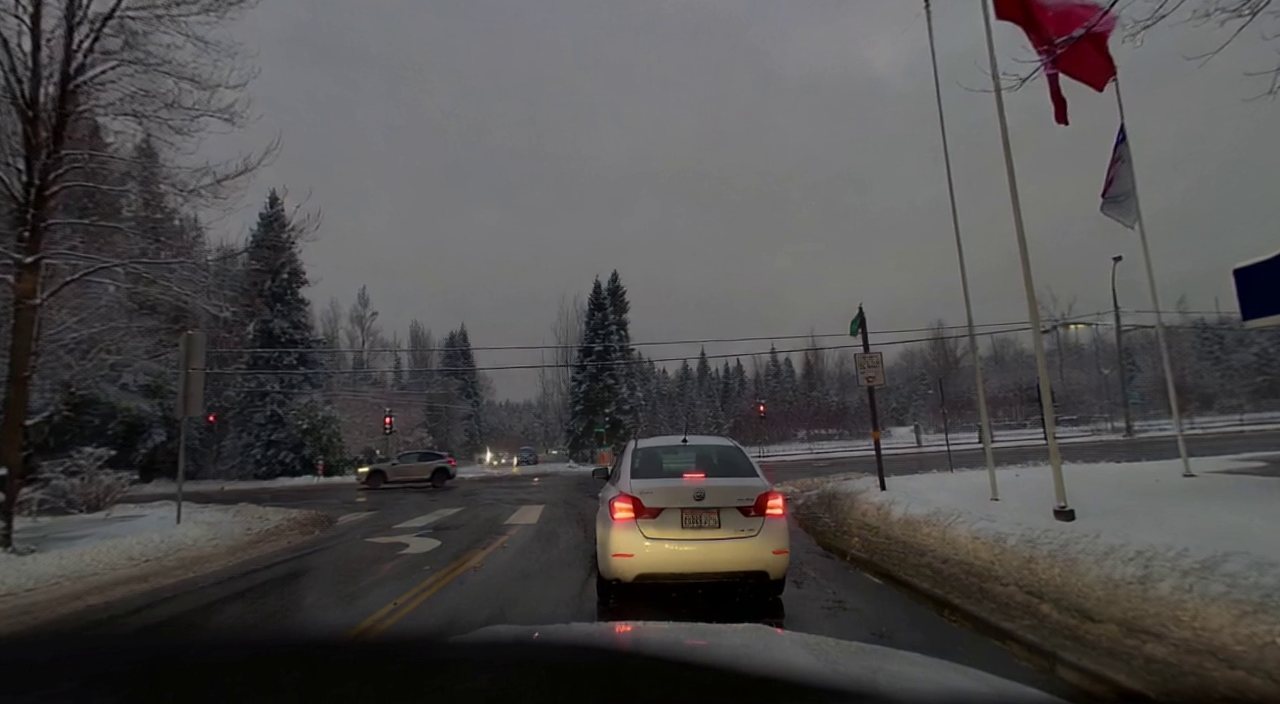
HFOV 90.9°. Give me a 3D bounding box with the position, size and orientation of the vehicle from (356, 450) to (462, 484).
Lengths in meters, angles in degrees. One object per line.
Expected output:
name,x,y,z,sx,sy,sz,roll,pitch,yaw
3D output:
vehicle,-10.777,5.417,29.671,4.278,1.475,1.804,0,-11,-5

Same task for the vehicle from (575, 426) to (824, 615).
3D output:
vehicle,0.382,1.622,6.904,1.985,1.463,3.647,0,-9,-3
